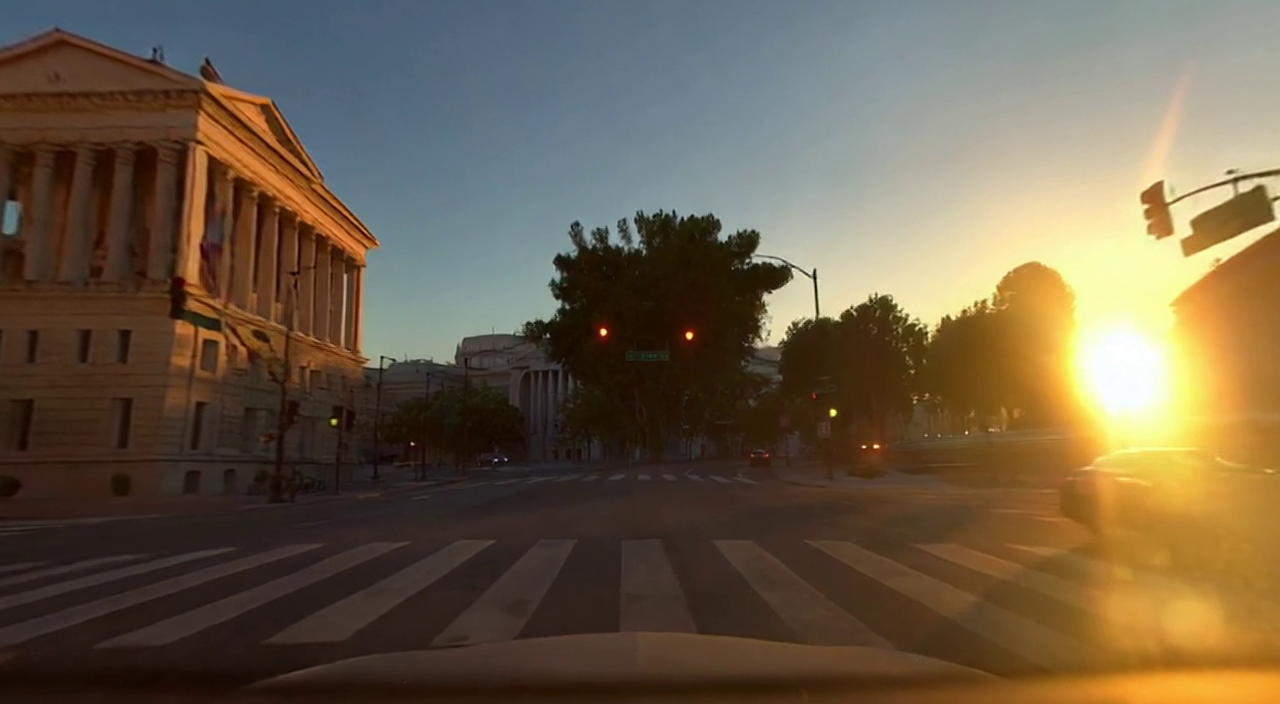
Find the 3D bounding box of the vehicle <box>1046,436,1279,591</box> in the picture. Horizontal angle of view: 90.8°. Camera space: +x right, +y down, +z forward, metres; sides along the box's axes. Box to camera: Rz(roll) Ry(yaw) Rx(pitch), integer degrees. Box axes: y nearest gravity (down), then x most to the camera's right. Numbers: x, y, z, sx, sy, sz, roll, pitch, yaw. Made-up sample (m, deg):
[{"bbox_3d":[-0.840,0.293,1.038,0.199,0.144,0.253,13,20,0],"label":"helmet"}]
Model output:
[{"bbox_3d":[6.860,1.918,8.439,2.085,1.530,4.125,-5,-10,29],"label":"vehicle"}]
